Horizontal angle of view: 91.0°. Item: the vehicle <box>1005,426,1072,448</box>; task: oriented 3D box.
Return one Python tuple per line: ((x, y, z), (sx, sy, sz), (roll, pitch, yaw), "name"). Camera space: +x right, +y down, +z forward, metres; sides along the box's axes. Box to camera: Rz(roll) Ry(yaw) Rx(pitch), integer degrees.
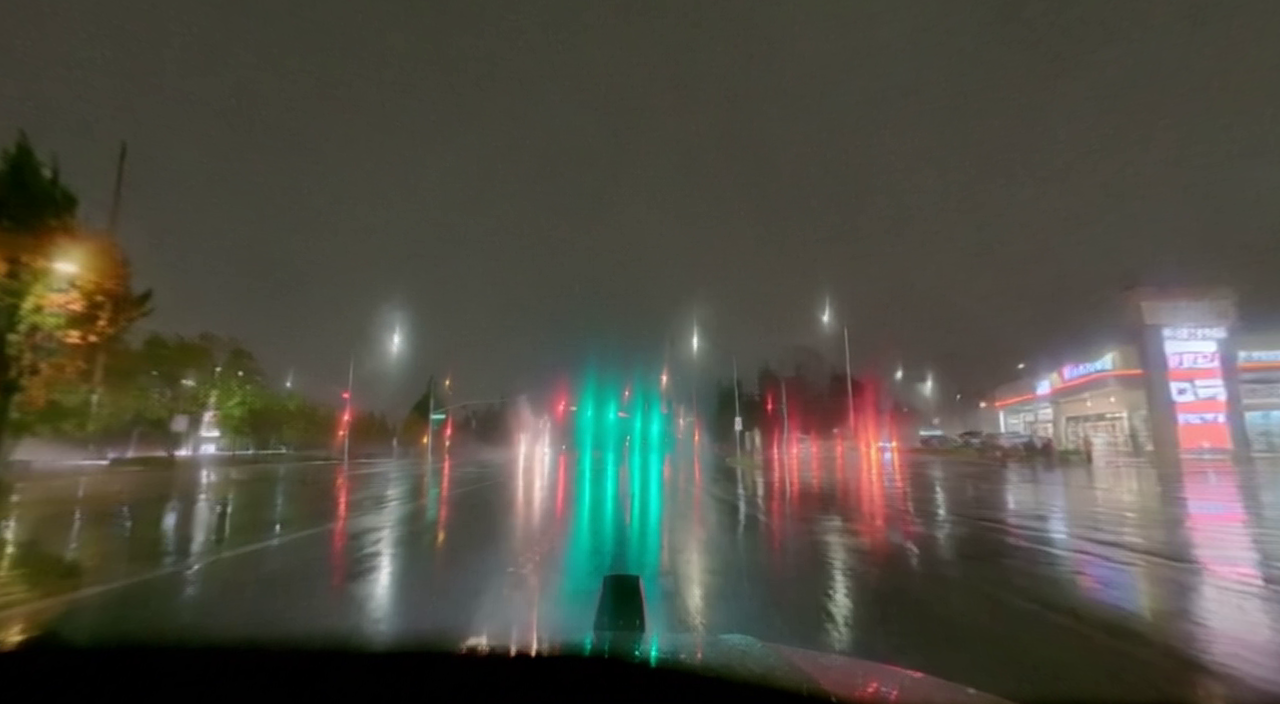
((31.578, 6.737, 49.945), (4.051, 1.611, 1.944), (1, -8, -2), "vehicle")
